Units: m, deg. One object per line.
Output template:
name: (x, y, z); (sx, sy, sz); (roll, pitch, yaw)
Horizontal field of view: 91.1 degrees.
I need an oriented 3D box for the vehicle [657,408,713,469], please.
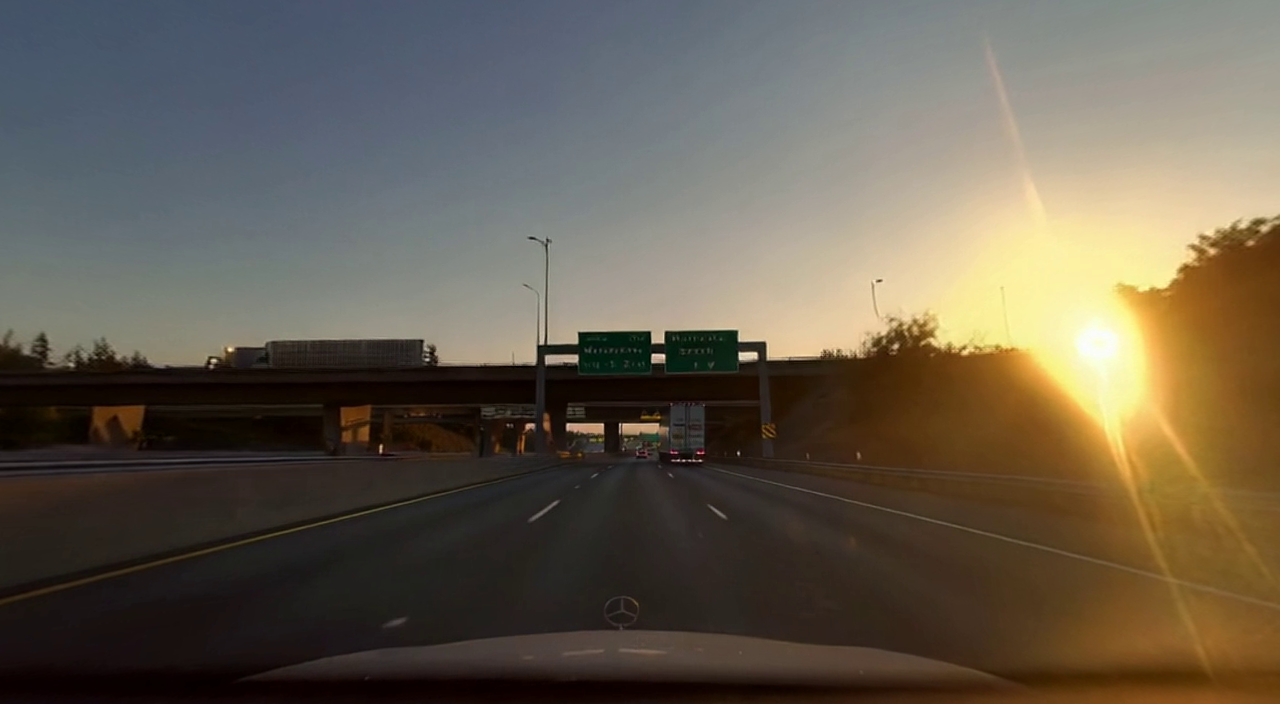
vehicle: (3.190, 6.843, 48.946); (3.244, 4.020, 14.561); (0, -9, 0)
